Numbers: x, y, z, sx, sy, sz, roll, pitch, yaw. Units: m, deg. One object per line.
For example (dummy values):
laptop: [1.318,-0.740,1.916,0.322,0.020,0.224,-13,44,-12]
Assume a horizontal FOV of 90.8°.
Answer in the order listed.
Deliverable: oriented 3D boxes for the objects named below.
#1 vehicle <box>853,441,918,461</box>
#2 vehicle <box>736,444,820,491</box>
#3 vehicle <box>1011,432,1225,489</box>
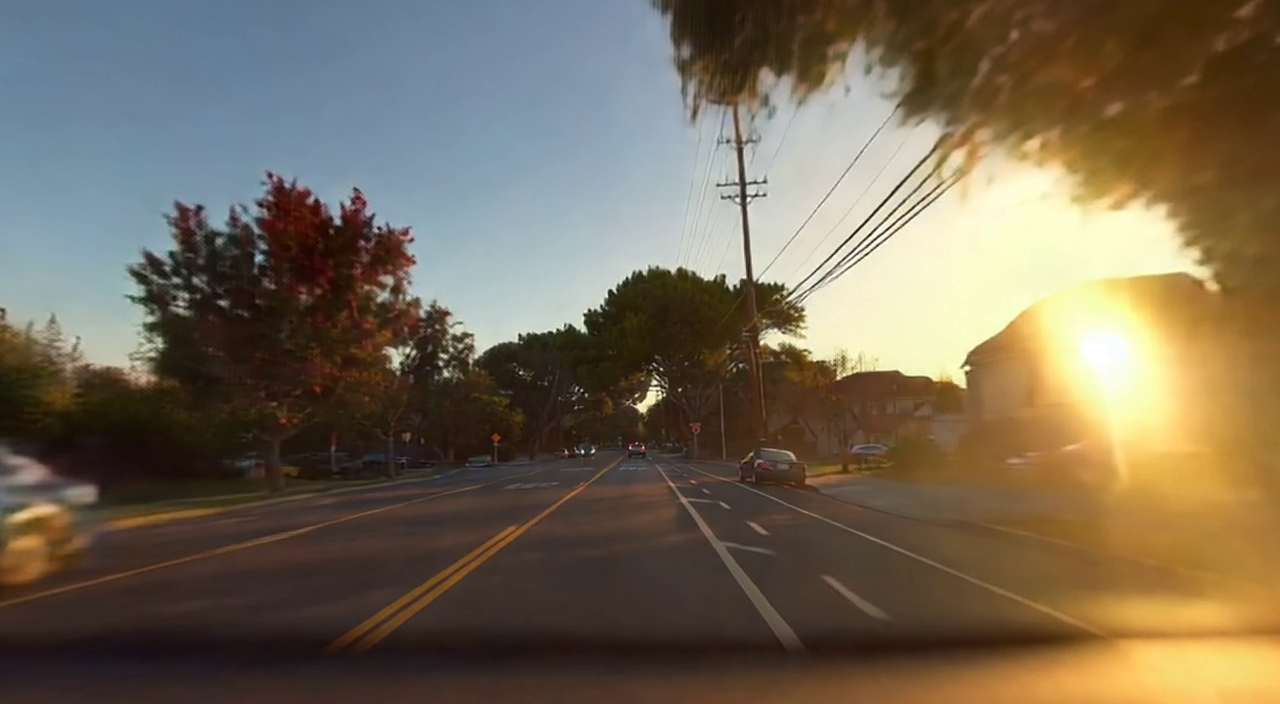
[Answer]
vehicle: [19.091,7.741,49.242,4.292,1.489,1.895,0,-9,0]
vehicle: [4.785,4.059,22.635,1.987,1.479,4.562,0,-9,0]
vehicle: [12.859,2.944,17.224,4.301,1.434,1.803,0,-9,1]
